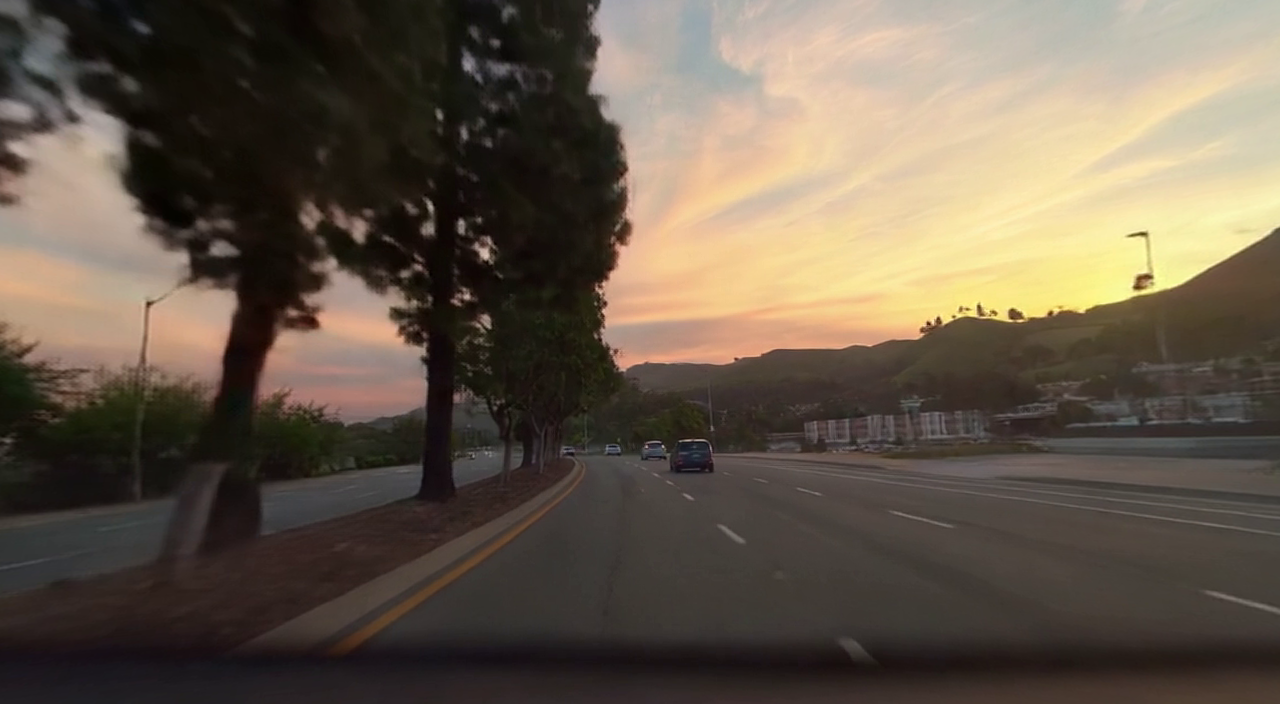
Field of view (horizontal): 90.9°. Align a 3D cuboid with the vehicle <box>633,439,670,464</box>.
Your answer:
[{"bbox_3d":[0.798,7.598,48.163,2.210,1.788,4.293,1,-9,-8],"label":"vehicle"}]

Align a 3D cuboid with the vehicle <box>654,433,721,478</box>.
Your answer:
[{"bbox_3d":[1.945,4.458,27.347,2.253,1.756,4.313,0,-8,-4],"label":"vehicle"}]
